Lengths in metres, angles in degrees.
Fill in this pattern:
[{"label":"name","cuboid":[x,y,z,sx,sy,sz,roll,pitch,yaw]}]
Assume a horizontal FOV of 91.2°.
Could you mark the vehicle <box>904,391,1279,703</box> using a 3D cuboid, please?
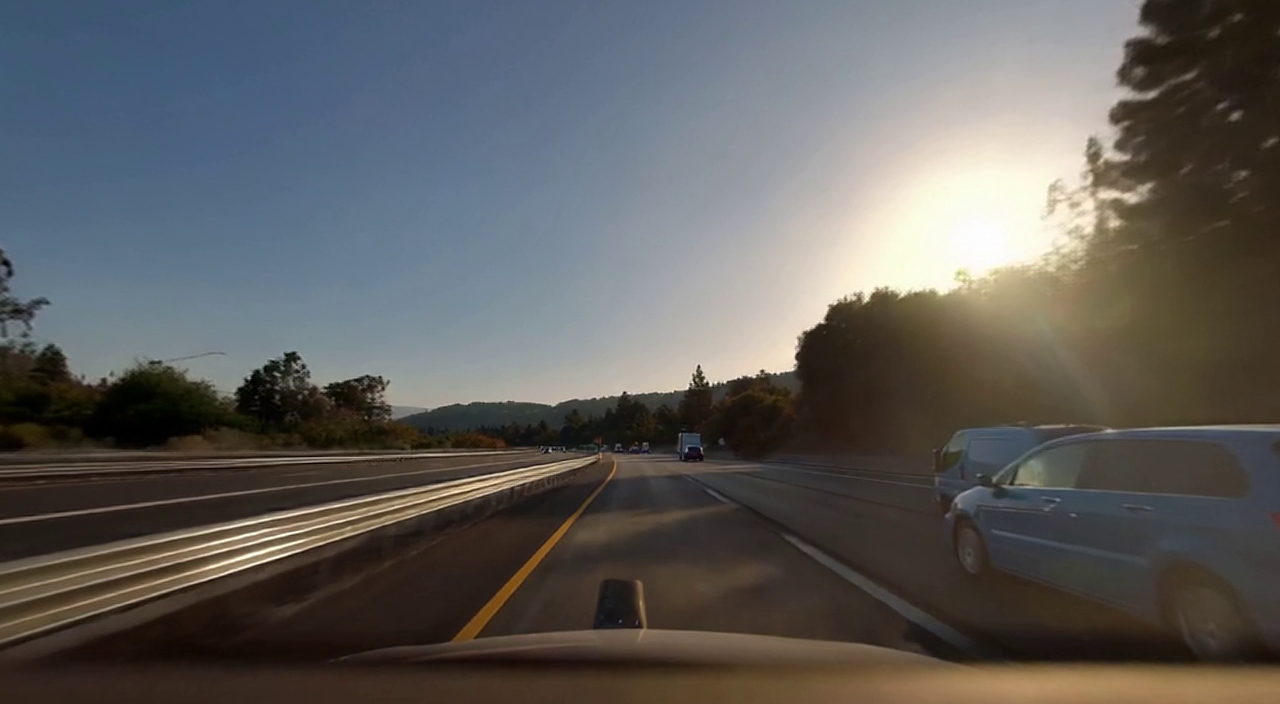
[{"label":"vehicle","cuboid":[3.647,1.186,4.025,2.002,1.604,4.265,-1,-9,0]}]
